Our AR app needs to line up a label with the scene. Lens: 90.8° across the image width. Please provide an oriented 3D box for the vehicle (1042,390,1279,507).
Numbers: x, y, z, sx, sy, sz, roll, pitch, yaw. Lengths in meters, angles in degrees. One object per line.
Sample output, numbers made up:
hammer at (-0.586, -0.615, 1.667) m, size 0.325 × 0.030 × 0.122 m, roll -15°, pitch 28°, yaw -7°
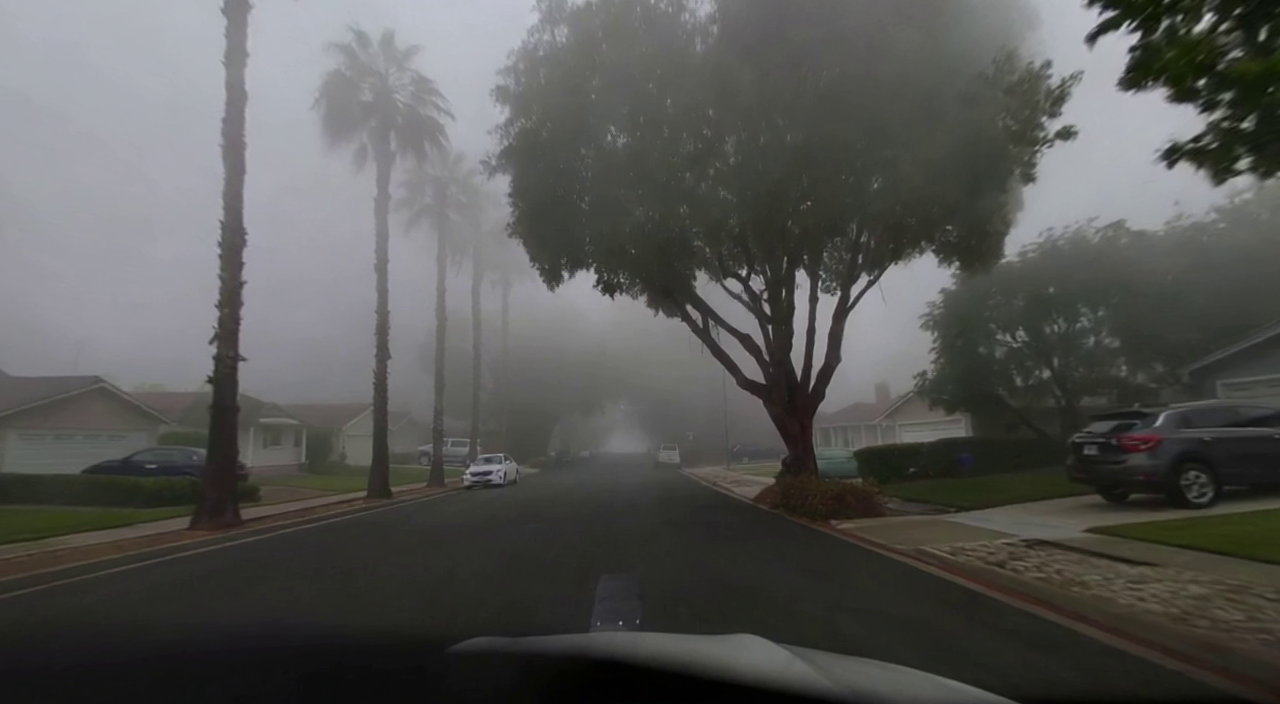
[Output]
vehicle at (9.681, 1.613, 10.614) m, size 4.389 × 1.754 × 2.040 m, roll 0°, pitch -9°, yaw 1°

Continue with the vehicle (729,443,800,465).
vehicle at (8.854, 7.293, 45.199) m, size 4.643 × 1.520 × 1.826 m, roll 0°, pitch -9°, yaw 1°

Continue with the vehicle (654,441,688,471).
vehicle at (2.188, 7.557, 46.202) m, size 2.184 × 2.038 × 6.212 m, roll 0°, pitch -9°, yaw 0°

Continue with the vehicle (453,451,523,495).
vehicle at (-6.094, 4.895, 25.937) m, size 1.949 × 1.511 × 4.466 m, roll 0°, pitch -8°, yaw -2°

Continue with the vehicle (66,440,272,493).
vehicle at (-13.351, 3.266, 18.163) m, size 4.283 × 1.400 × 1.926 m, roll 0°, pitch -9°, yaw -3°

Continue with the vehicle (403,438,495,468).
vehicle at (-12.541, 6.680, 41.847) m, size 5.340 × 1.948 × 2.398 m, roll 0°, pitch -9°, yaw -2°
